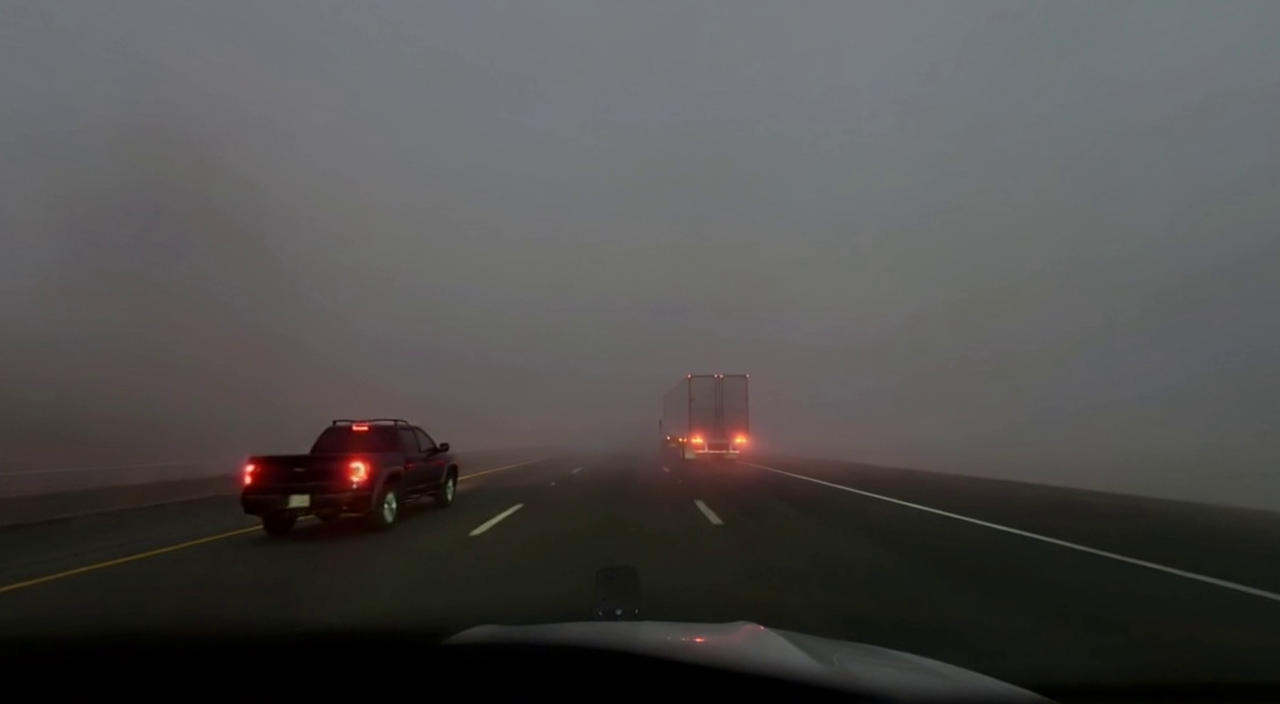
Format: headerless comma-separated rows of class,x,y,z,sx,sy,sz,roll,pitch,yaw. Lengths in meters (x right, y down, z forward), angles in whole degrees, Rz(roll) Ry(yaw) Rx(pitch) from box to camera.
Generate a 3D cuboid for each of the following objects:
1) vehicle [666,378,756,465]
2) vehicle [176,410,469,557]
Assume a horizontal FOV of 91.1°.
vehicle,3.762,4.507,39.026,3.144,4.168,17.594,0,-8,-1
vehicle,-4.054,1.729,9.024,2.044,1.604,4.144,0,-8,0
